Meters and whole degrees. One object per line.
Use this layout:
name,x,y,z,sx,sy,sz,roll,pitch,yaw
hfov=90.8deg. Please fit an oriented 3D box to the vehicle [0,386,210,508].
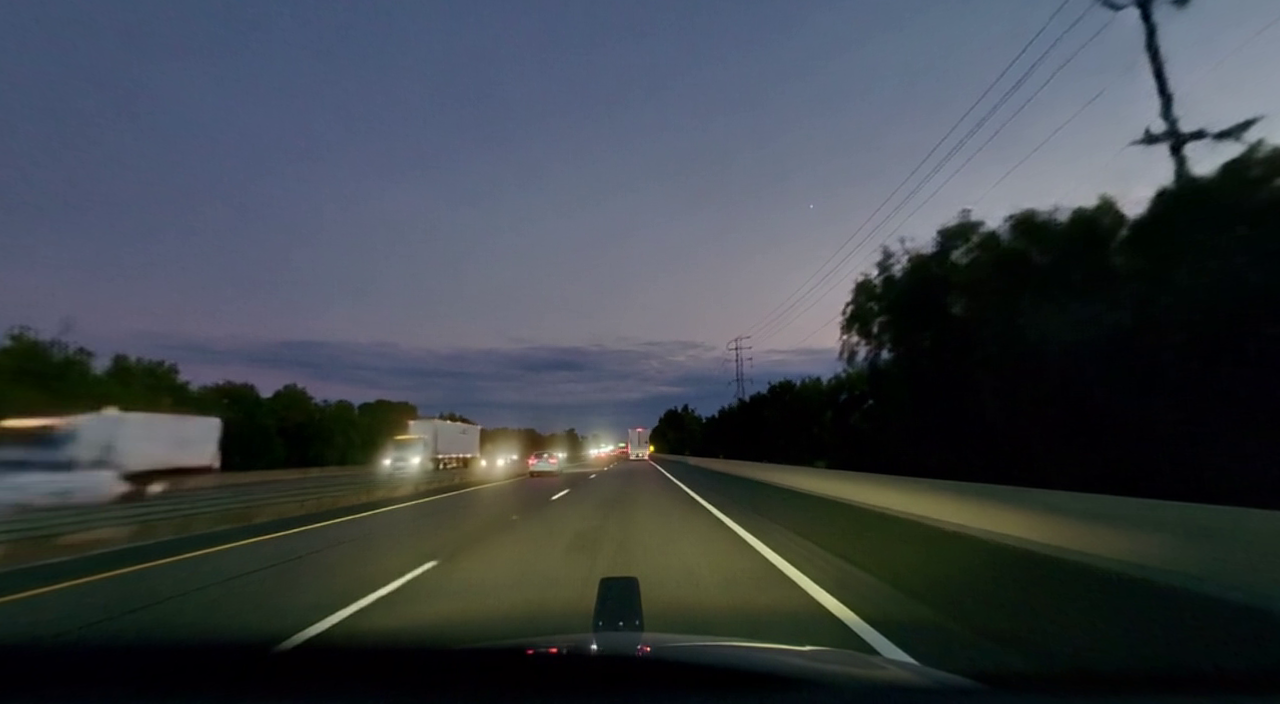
vehicle,-18.303,3.211,21.266,2.744,3.453,6.712,0,-9,0

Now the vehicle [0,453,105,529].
vehicle,-13.583,2.836,12.924,1.764,1.486,3.947,0,-9,0

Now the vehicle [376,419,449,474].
vehicle,-17.278,7.287,48.483,2.941,3.886,7.160,0,-9,-1

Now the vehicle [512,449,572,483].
vehicle,-4.499,5.300,29.628,2.106,1.445,4.404,0,-9,1
